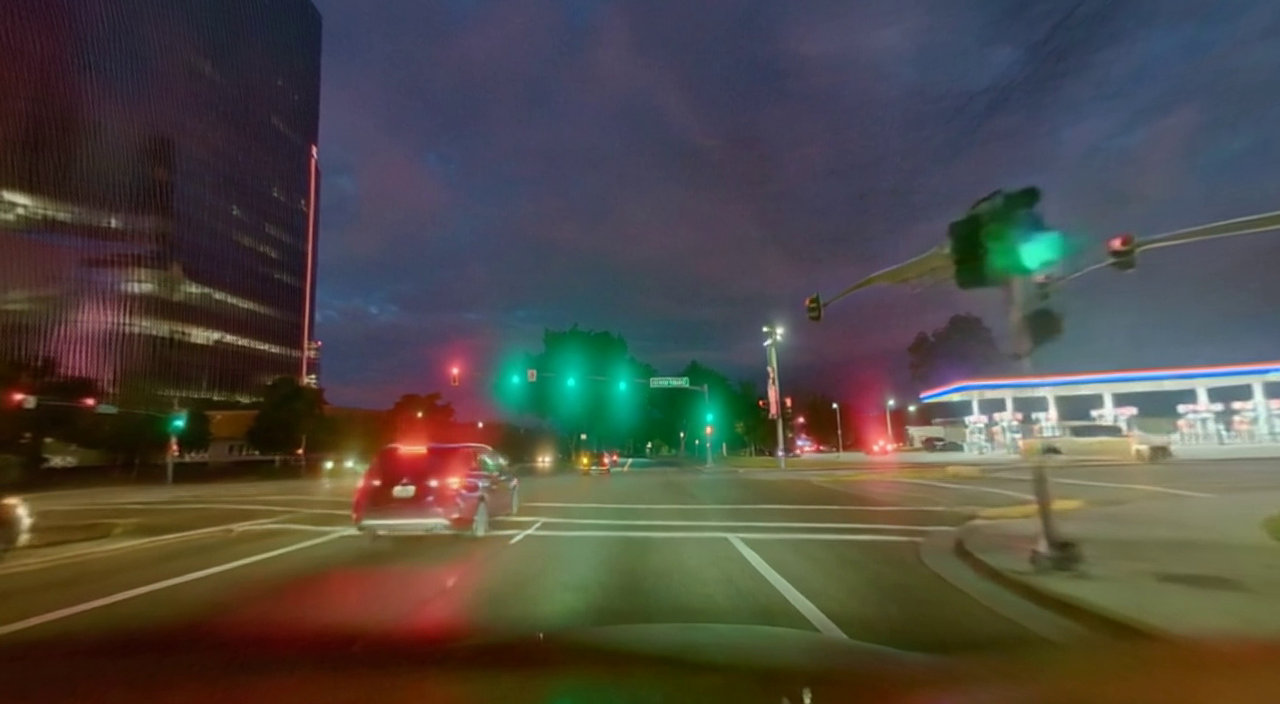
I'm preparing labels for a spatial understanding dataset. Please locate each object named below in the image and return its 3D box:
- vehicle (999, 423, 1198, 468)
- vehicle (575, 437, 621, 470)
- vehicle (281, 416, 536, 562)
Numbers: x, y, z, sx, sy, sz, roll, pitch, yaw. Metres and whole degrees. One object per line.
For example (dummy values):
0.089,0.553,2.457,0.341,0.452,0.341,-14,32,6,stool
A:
17.350,3.580,24.267,5.708,1.585,2.070,-3,-9,19,vehicle
-2.803,6.968,43.442,2.602,2.091,6.347,0,-8,1,vehicle
-3.140,1.953,9.773,2.183,1.731,4.338,0,-8,2,vehicle
